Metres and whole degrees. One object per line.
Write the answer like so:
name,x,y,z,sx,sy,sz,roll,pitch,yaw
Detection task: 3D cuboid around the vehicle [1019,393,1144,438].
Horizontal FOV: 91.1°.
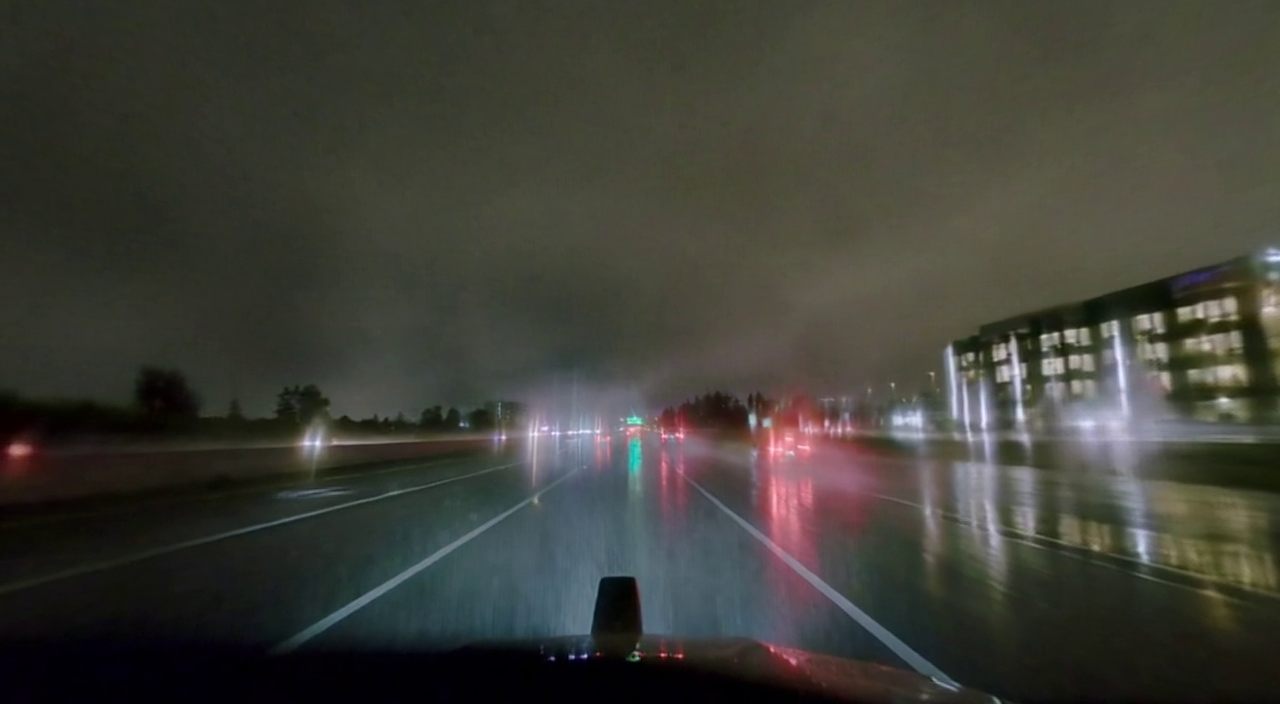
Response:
vehicle,19.392,2.906,27.926,1.988,1.834,4.810,0,-8,-1
